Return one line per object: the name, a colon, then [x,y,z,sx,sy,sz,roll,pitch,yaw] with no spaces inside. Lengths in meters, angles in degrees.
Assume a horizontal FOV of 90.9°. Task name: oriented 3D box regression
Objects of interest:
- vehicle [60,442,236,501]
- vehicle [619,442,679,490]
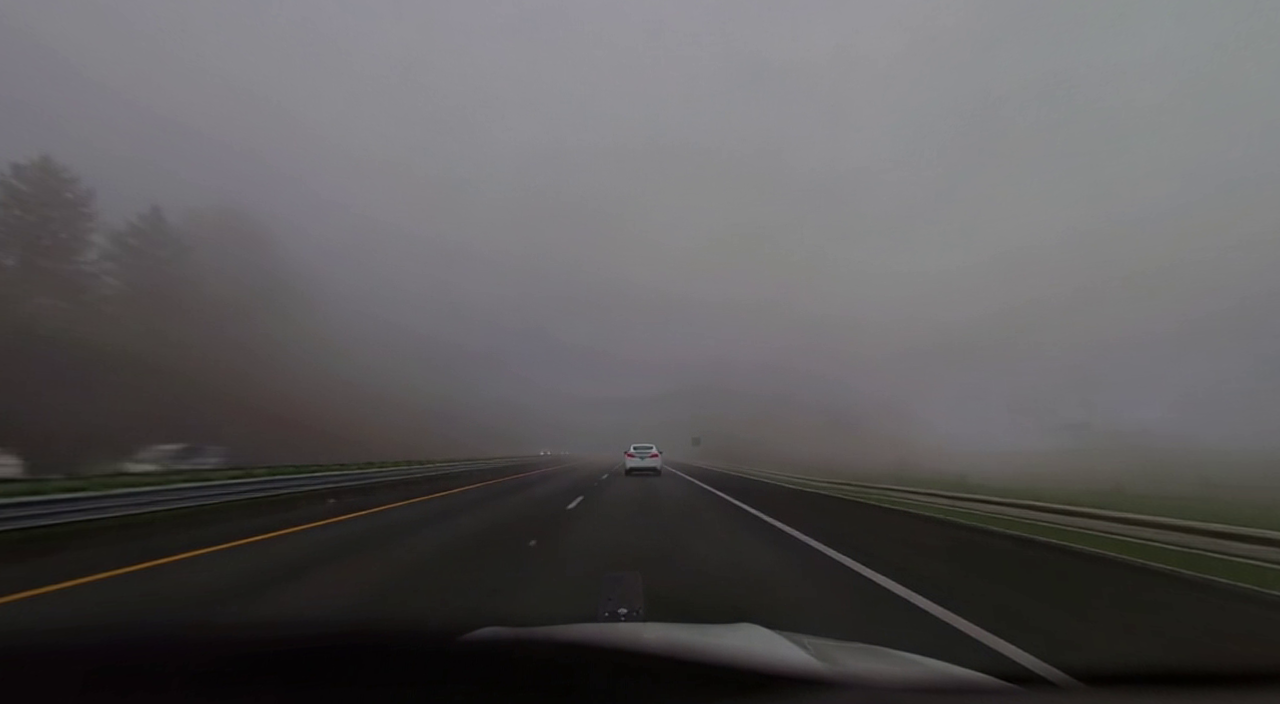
vehicle: [-13.607,3.293,17.761,1.875,1.457,3.773,0,-9,0]
vehicle: [0.308,4.417,24.816,2.135,1.686,4.517,0,-9,0]
